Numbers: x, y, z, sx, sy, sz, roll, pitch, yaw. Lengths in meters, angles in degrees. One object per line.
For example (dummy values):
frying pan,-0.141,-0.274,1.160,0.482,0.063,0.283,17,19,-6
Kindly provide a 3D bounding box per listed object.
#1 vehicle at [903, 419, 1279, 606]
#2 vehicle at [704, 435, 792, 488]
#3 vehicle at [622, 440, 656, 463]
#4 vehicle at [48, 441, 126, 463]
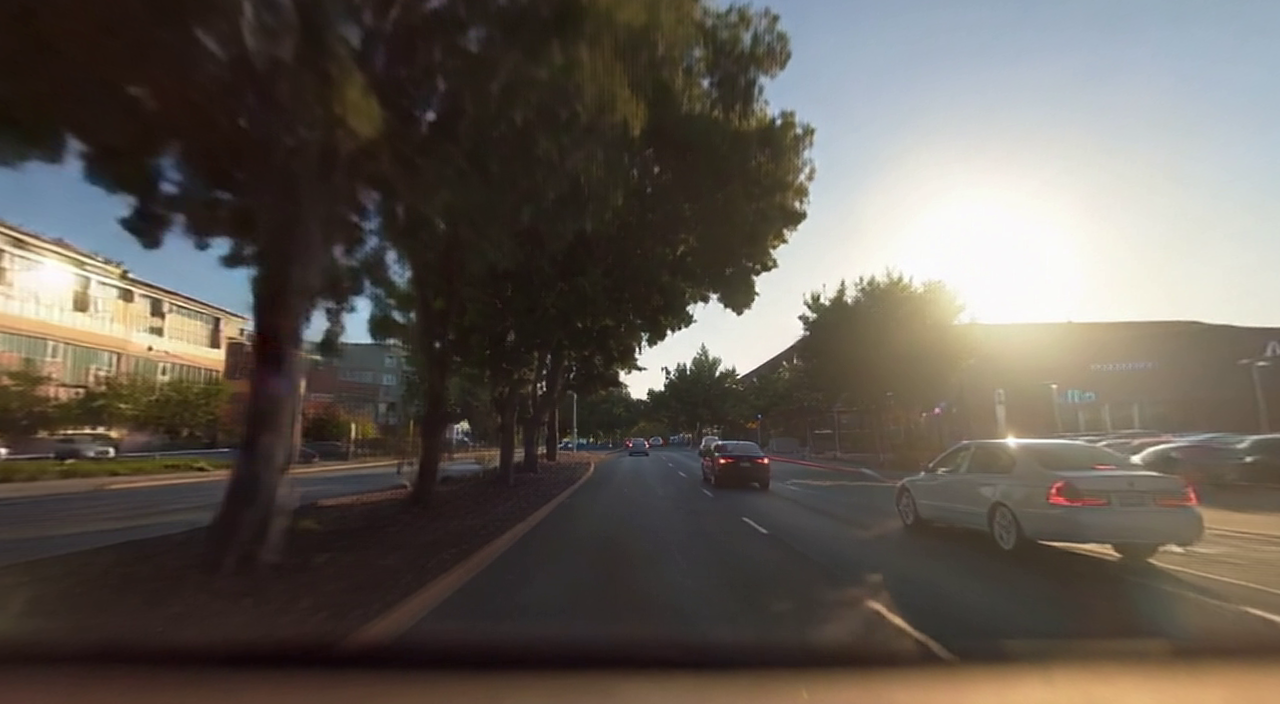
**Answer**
vehicle,5.392,1.668,7.633,2.098,1.507,4.655,1,-8,-5
vehicle,3.415,3.562,20.940,1.953,1.514,4.672,0,-8,-1
vehicle,-0.115,6.504,41.439,2.095,1.456,3.873,0,-8,-1
vehicle,-37.910,6.885,43.352,3.747,1.422,1.643,1,-9,-1
